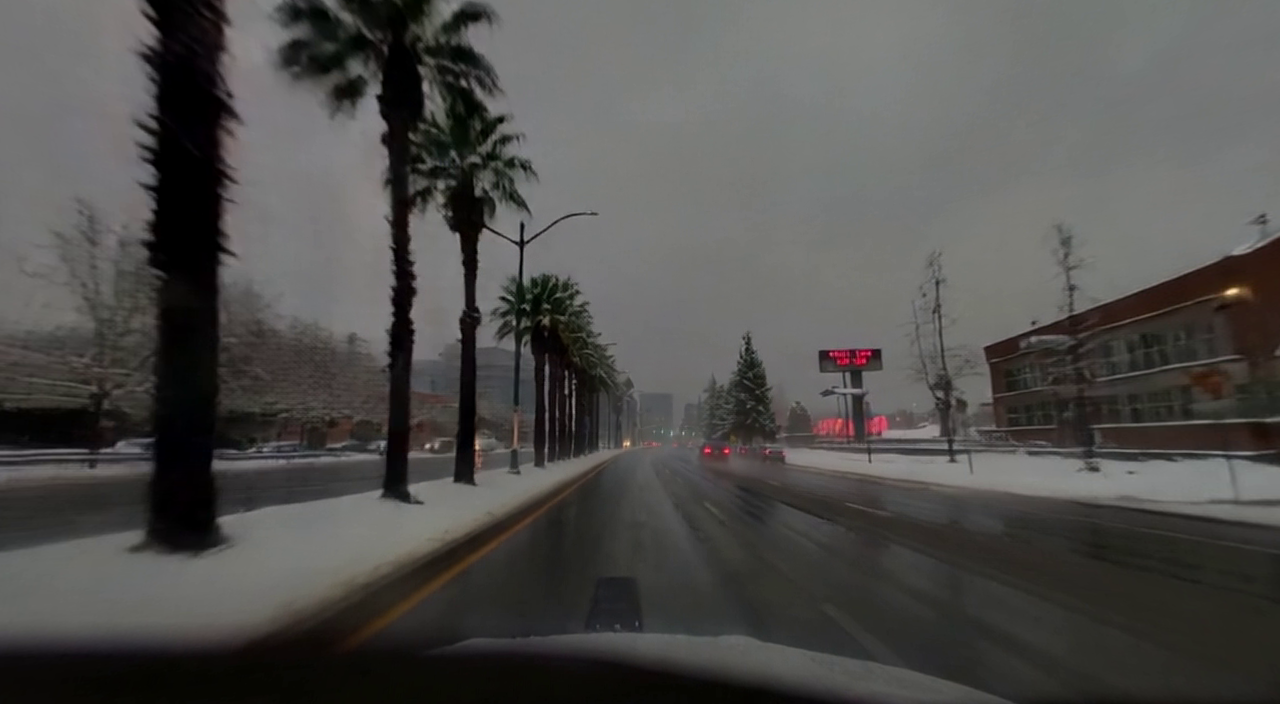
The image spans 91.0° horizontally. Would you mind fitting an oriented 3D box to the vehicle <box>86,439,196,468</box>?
[{"bbox_3d":[-36.074,7.365,45.672,5.711,2.003,2.550,0,-8,-1],"label":"vehicle"}]
